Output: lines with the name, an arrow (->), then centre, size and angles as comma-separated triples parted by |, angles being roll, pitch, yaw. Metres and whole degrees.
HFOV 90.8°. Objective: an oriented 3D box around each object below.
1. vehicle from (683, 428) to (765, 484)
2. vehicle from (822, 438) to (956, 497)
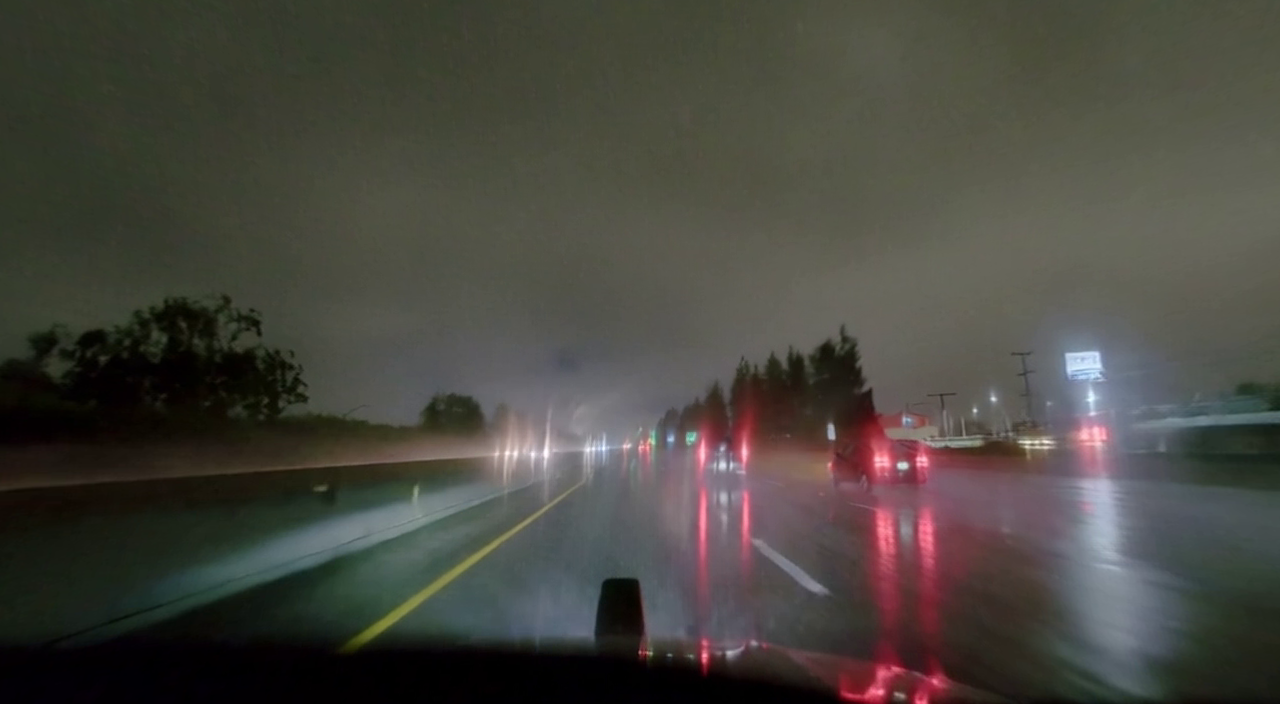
vehicle -> 2.939, 3.816, 23.324 | 2.258, 1.824, 4.908 | 0, -9, -1
vehicle -> 6.766, 3.168, 17.712 | 2.009, 1.456, 4.097 | 0, -9, -1
